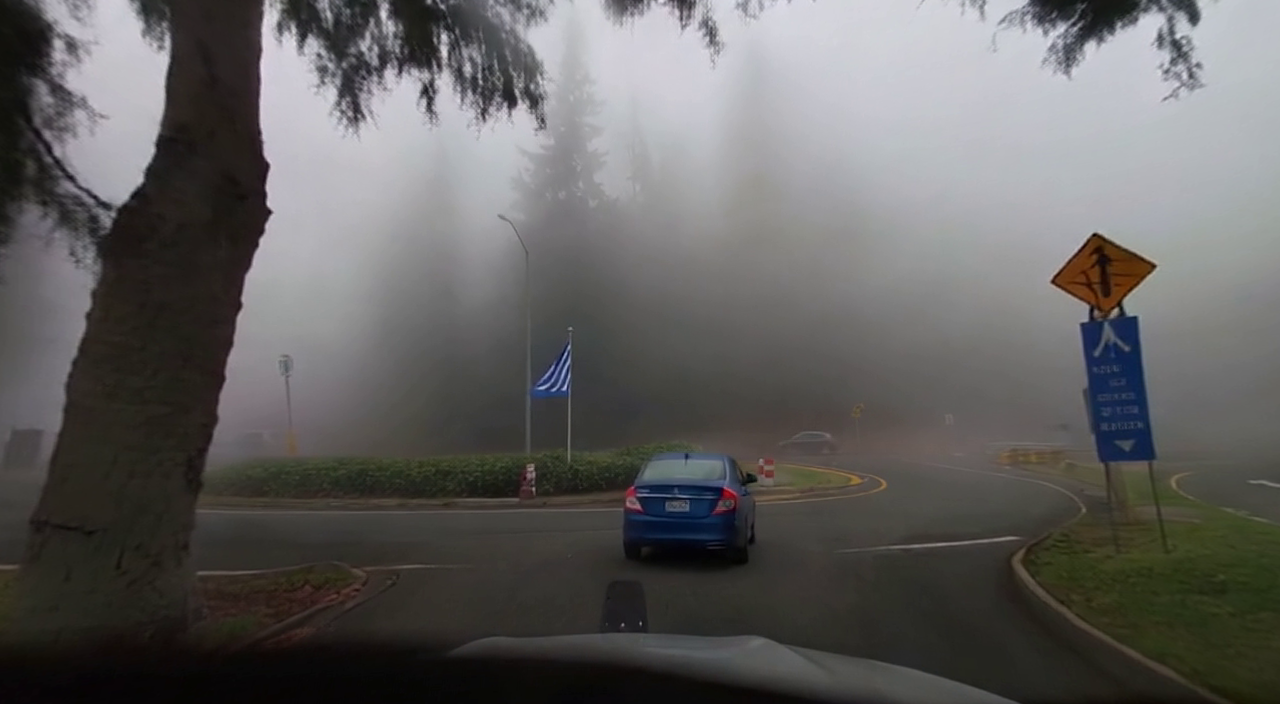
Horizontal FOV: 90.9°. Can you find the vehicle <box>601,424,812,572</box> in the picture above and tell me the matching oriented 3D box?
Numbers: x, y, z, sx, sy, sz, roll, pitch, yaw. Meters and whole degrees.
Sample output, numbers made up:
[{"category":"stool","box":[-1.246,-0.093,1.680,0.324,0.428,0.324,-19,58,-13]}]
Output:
[{"category":"vehicle","box":[1.201,1.966,9.213,2.078,1.607,4.010,-4,-10,20]}]
